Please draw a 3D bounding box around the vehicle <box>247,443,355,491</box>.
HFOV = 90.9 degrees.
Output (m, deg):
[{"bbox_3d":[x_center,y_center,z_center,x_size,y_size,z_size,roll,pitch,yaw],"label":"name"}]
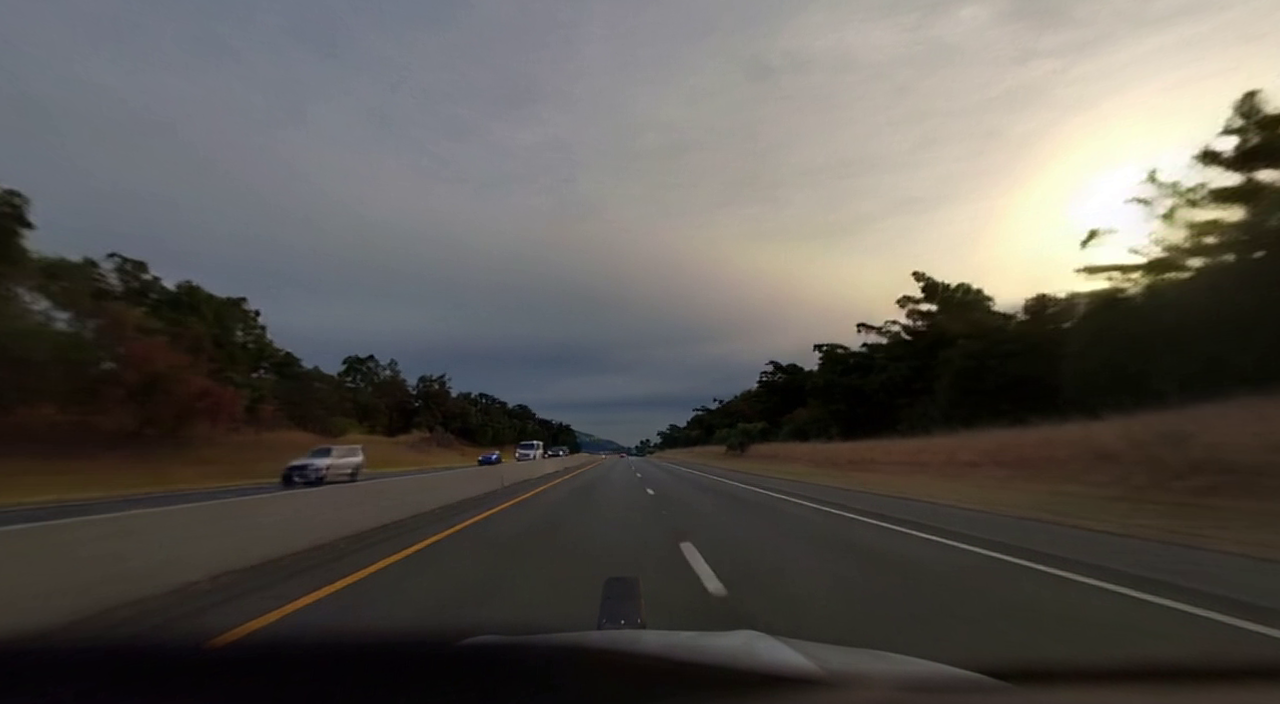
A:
[{"bbox_3d":[-14.859,5.047,28.032,2.081,1.911,5.017,0,-9,-1],"label":"vehicle"}]
